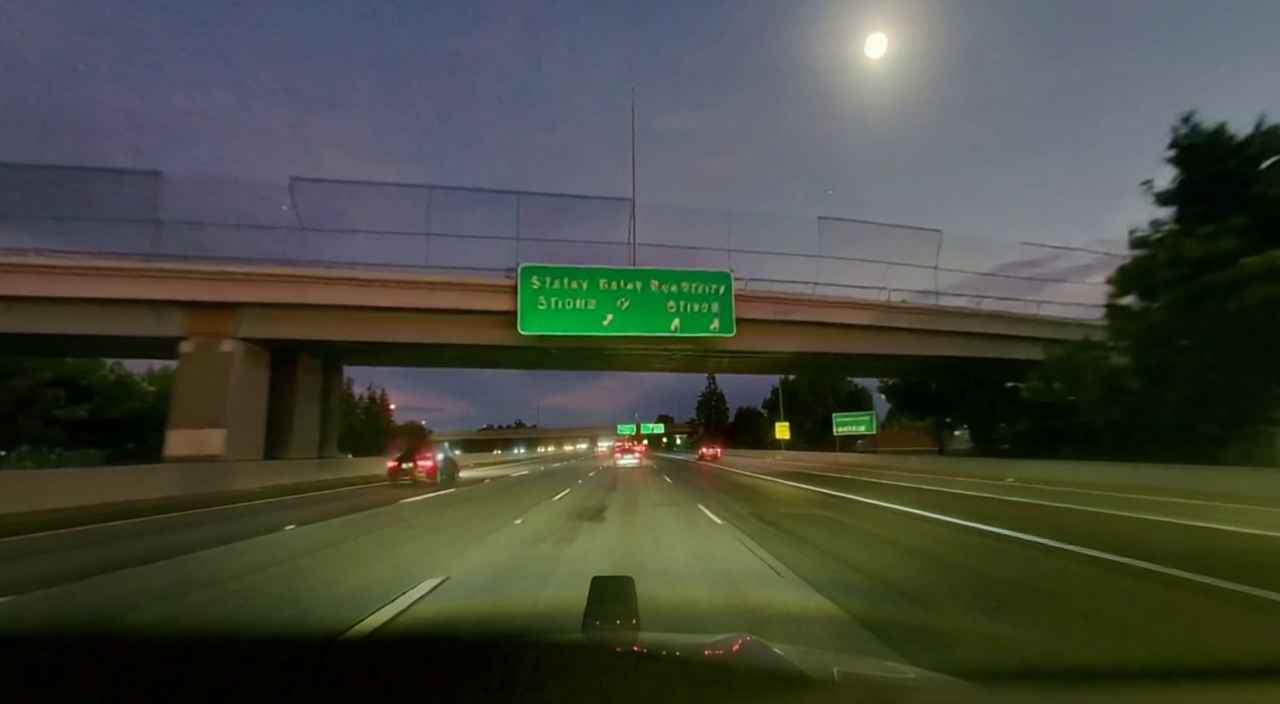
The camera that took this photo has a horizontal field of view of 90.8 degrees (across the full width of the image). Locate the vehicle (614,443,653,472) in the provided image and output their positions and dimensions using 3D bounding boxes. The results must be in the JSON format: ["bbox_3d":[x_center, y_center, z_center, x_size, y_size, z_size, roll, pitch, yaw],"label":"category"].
[{"bbox_3d":[-0.425,5.728,34.540,2.012,1.471,4.059,0,-8,-2],"label":"vehicle"}]

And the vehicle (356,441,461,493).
[{"bbox_3d":[-7.611,3.798,21.278,1.957,1.554,4.350,0,-8,-1],"label":"vehicle"}]
